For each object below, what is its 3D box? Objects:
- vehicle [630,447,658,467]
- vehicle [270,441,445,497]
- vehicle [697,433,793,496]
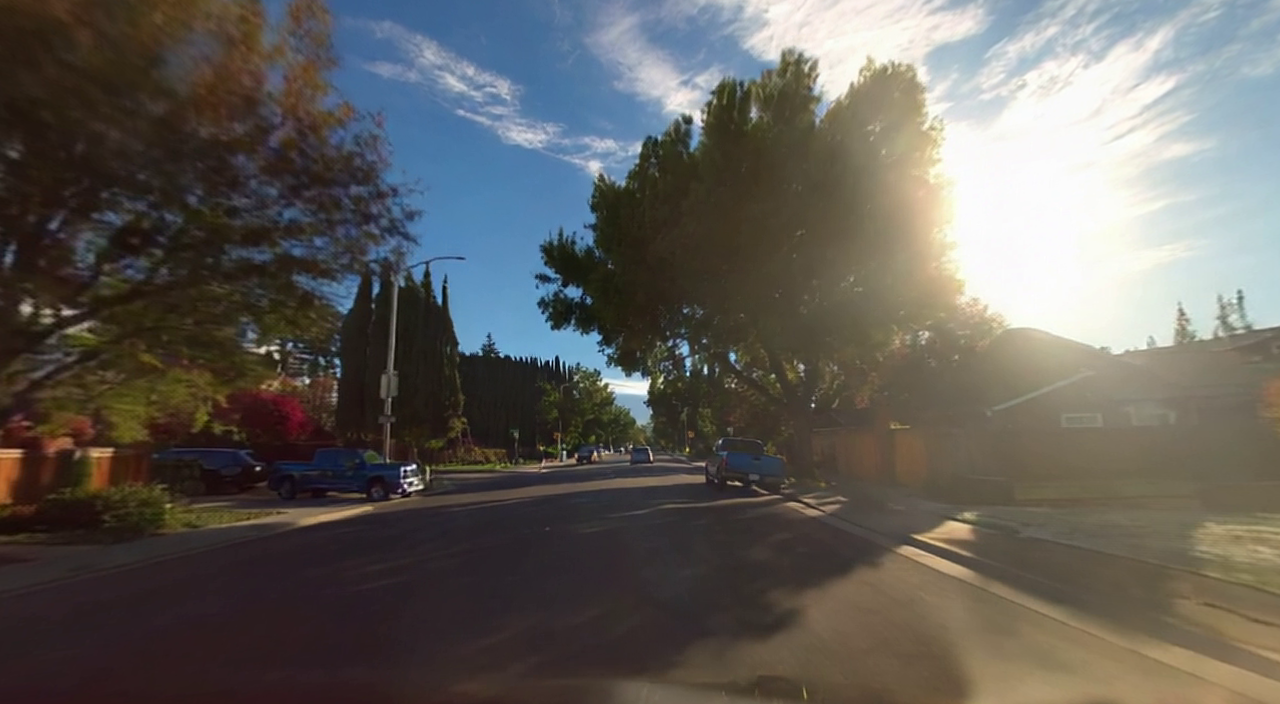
[{"bbox_3d":[0.324,8.009,48.278,2.064,1.477,3.968,0,-9,1],"label":"vehicle"},{"bbox_3d":[-9.476,3.950,21.479,4.947,1.769,2.023,0,-9,2],"label":"vehicle"},{"bbox_3d":[3.475,3.864,22.240,2.394,1.901,5.759,0,-9,0],"label":"vehicle"}]
